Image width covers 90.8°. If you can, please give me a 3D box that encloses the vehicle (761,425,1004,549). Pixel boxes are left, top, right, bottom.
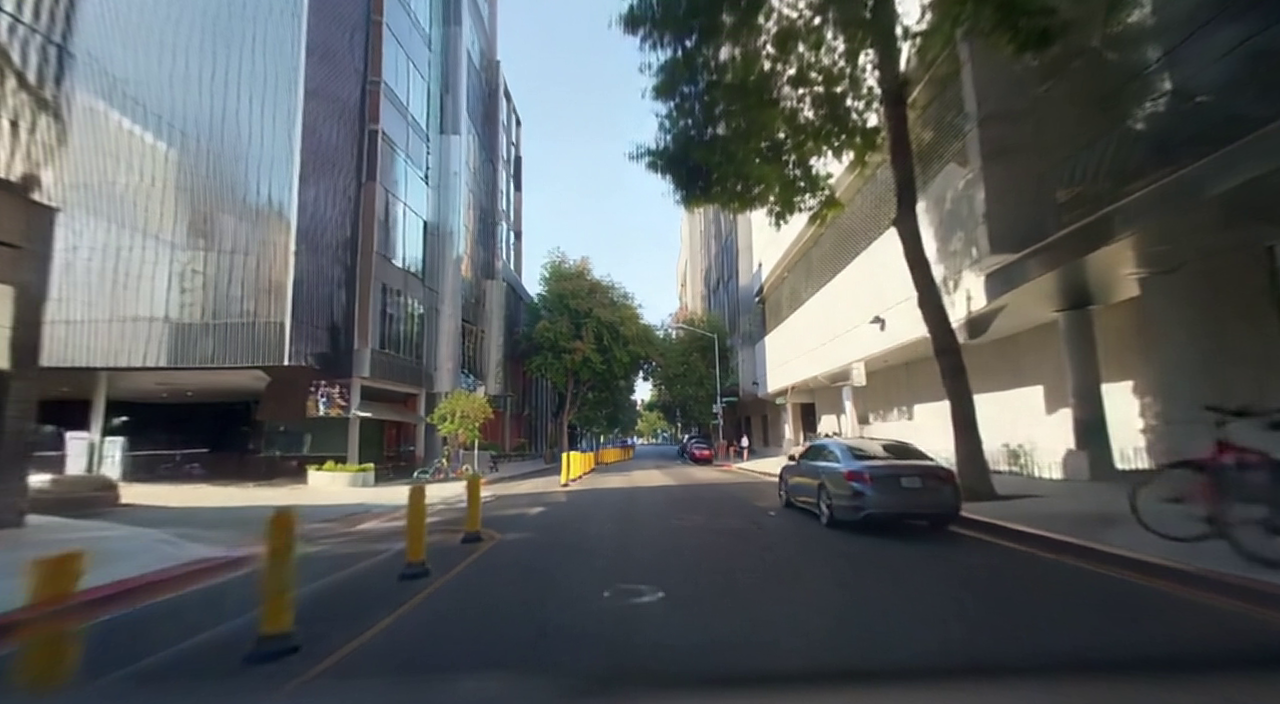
[{"bbox_3d":[3.387,1.974,10.102,1.963,1.445,4.948,-1,-8,1],"label":"vehicle"}]

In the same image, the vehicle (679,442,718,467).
[{"bbox_3d":[3.726,6.568,40.676,2.020,1.448,4.220,-1,-8,-1],"label":"vehicle"}]
